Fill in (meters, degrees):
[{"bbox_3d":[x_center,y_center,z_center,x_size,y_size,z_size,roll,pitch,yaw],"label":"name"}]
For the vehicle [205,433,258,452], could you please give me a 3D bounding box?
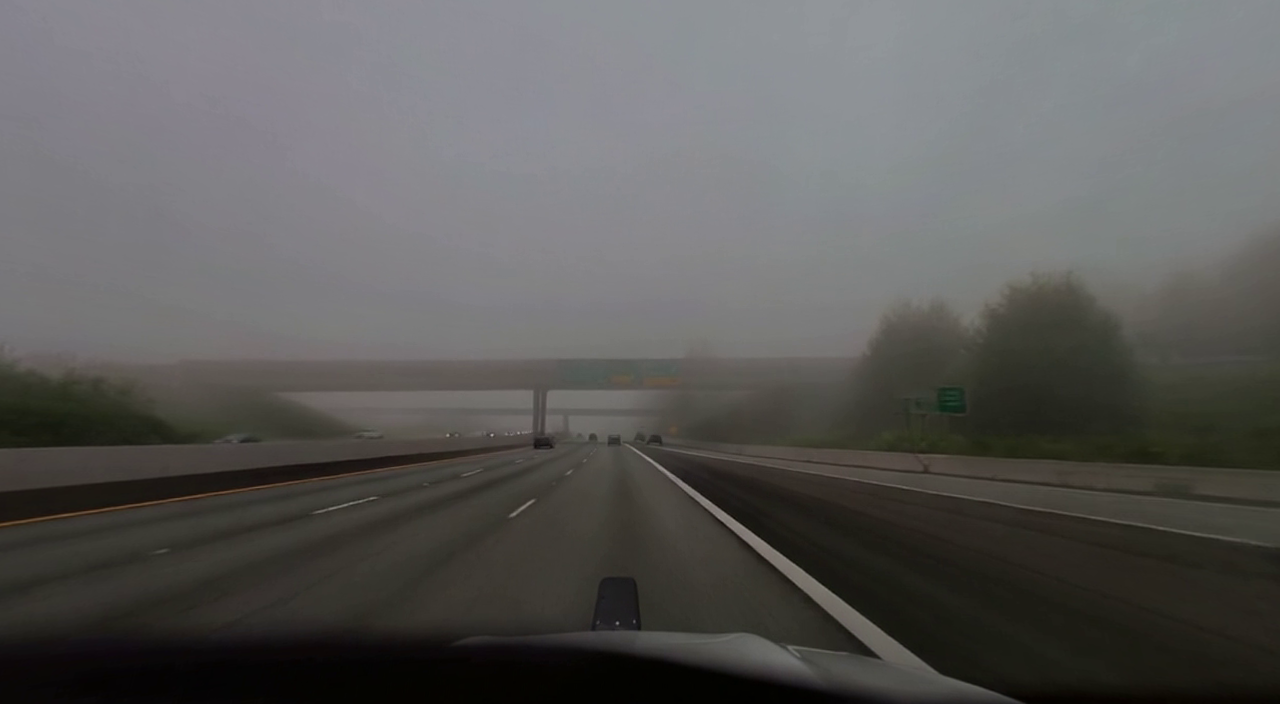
[{"bbox_3d":[-31.746,7.022,48.945,1.715,1.396,3.759,0,-8,-2],"label":"vehicle"}]
